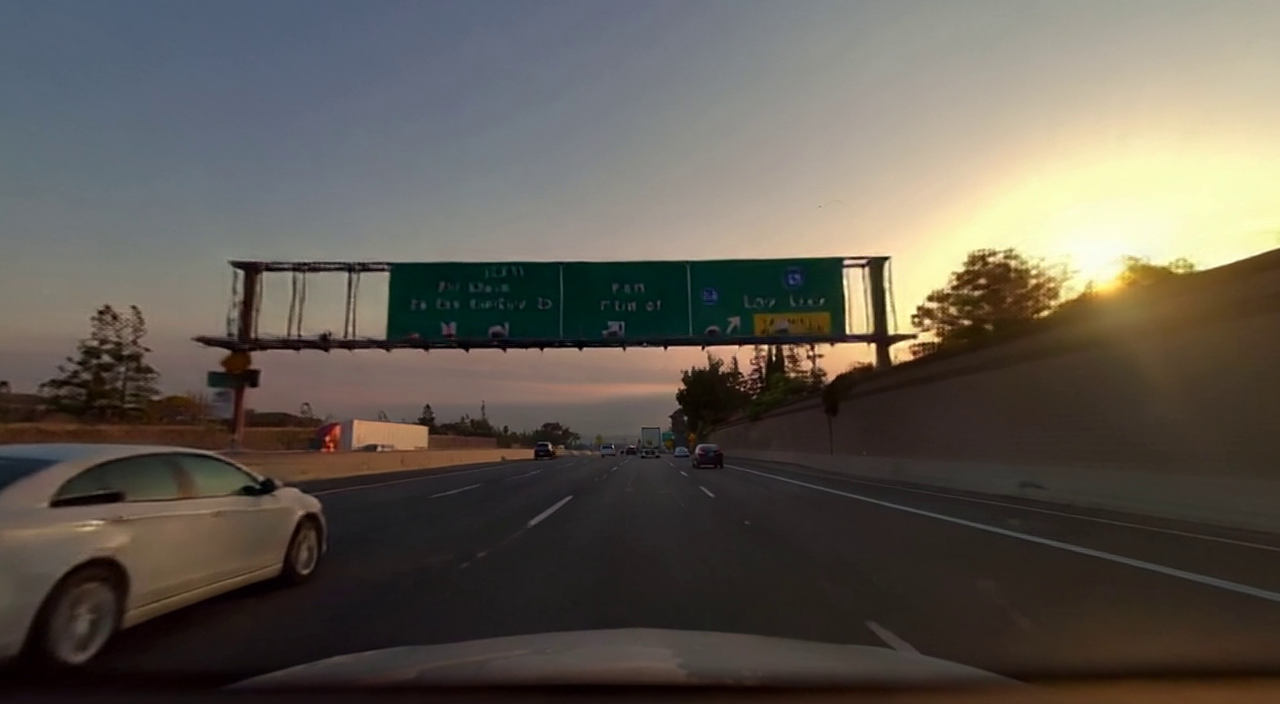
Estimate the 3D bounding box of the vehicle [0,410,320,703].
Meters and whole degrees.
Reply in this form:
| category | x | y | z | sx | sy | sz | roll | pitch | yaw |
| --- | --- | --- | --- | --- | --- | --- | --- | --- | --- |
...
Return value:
| category | x | y | z | sx | sy | sz | roll | pitch | yaw |
| --- | --- | --- | --- | --- | --- | --- | --- | --- | --- |
| vehicle | -4.020 | 1.146 | 3.796 | 1.947 | 1.479 | 4.114 | 0 | -9 | 1 |

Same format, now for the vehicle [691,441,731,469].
| category | x | y | z | sx | sy | sz | roll | pitch | yaw |
| --- | --- | --- | --- | --- | --- | --- | --- | --- | --- |
| vehicle | 4.326 | 6.374 | 38.987 | 2.046 | 1.655 | 4.143 | 0 | -9 | 1 |
